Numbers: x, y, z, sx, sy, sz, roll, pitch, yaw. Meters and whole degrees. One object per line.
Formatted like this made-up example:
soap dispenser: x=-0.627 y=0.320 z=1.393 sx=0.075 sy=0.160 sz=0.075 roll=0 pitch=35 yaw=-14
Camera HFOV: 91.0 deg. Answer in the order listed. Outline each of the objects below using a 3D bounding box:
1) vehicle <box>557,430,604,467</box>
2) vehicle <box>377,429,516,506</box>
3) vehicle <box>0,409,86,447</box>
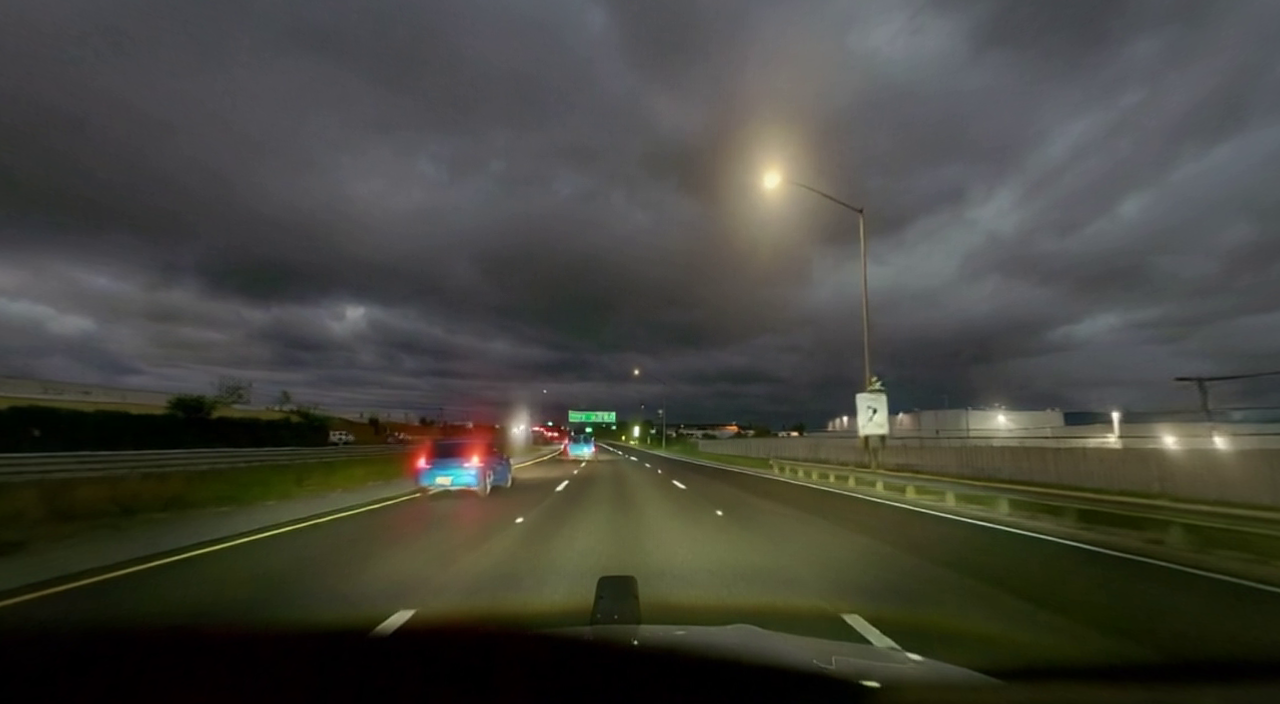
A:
vehicle: x=-3.225 y=5.365 z=35.171 sx=2.260 sy=1.901 sz=4.665 roll=0 pitch=-8 yaw=-1
vehicle: x=-4.369 y=2.656 z=14.968 sx=2.045 sy=1.547 sz=4.162 roll=0 pitch=-8 yaw=-1
vehicle: x=-36.572 y=4.546 z=37.900 sx=2.103 sy=2.009 sz=4.997 roll=4 pitch=-7 yaw=-7
